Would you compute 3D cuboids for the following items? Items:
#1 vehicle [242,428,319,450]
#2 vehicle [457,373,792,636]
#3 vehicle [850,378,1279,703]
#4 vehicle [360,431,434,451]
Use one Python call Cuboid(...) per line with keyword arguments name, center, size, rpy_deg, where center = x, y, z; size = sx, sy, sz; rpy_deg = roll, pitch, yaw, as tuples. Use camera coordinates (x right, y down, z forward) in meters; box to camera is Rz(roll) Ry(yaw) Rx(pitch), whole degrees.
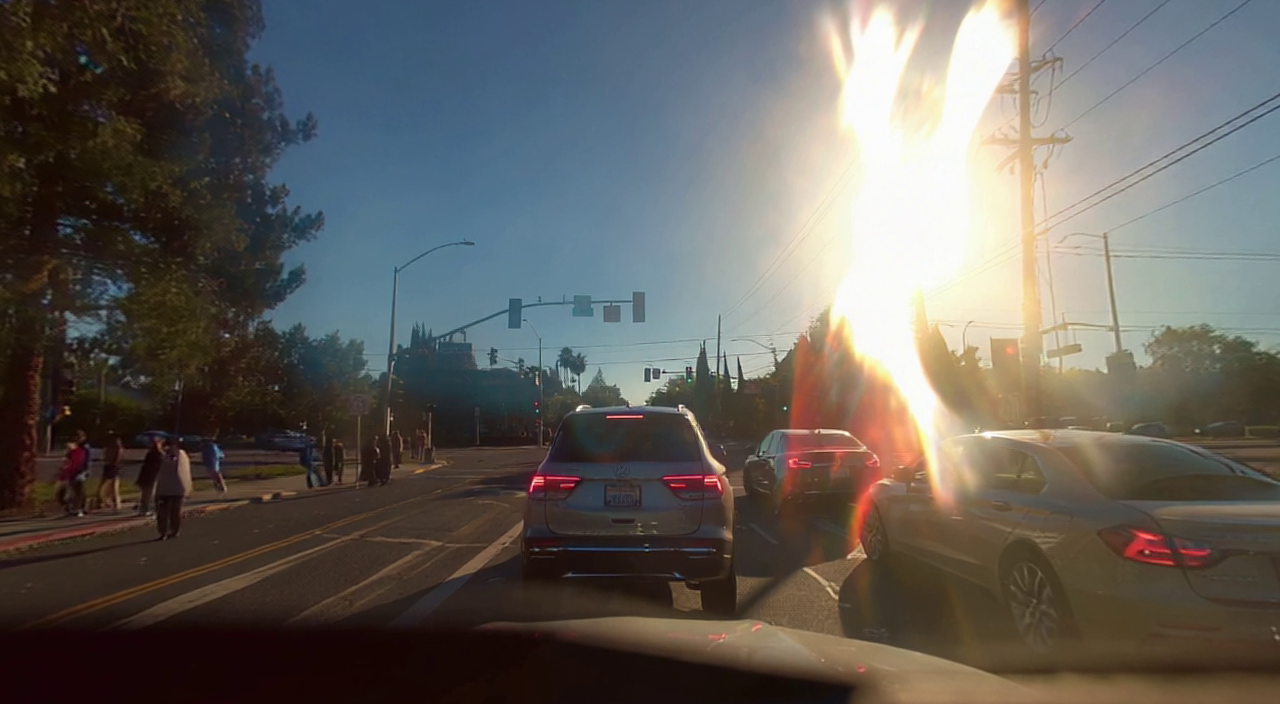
Cuboid(name="vehicle", center=(-26.877, 6.520, 47.187), size=(4.587, 1.639, 1.878), rpy_deg=(0, -8, 0))
Cuboid(name="vehicle", center=(-0.149, 1.359, 6.608), size=(2.271, 1.786, 4.443), rpy_deg=(0, -8, -1))
Cuboid(name="vehicle", center=(3.548, 1.296, 5.555), size=(1.948, 1.677, 4.437), rpy_deg=(0, -8, 1))
Cuboid(name="vehicle", center=(-17.790, 6.551, 46.348), size=(4.607, 1.478, 1.995), rpy_deg=(0, -8, 0))
